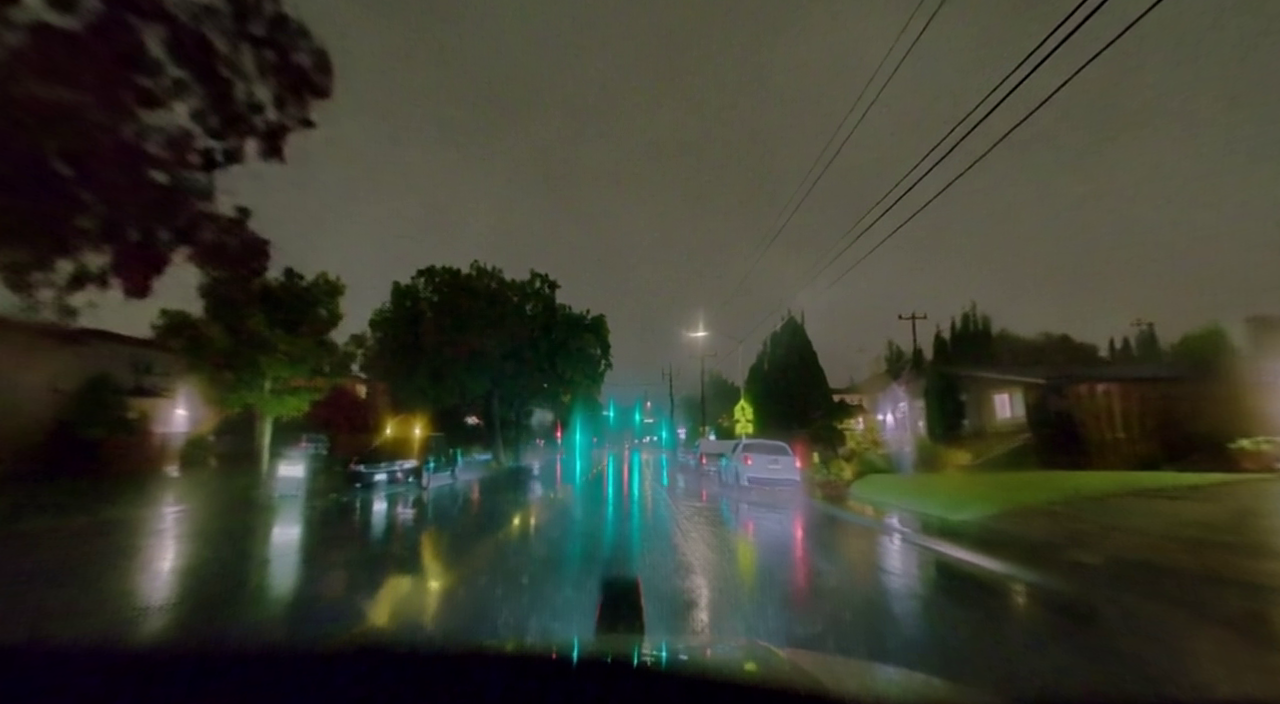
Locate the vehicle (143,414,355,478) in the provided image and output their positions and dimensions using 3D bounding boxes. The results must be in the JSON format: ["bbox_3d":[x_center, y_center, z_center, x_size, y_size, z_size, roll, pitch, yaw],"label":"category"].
[{"bbox_3d":[-15.161,3.674,24.879,6.526,2.046,2.522,3,-8,-2],"label":"vehicle"}]

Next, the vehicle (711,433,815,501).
[{"bbox_3d":[3.194,3.082,17.413,1.896,1.602,4.571,0,-8,-1],"label":"vehicle"}]

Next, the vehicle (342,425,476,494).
[{"bbox_3d":[-7.104,3.400,20.214,2.266,1.877,5.167,-1,-9,1],"label":"vehicle"}]
